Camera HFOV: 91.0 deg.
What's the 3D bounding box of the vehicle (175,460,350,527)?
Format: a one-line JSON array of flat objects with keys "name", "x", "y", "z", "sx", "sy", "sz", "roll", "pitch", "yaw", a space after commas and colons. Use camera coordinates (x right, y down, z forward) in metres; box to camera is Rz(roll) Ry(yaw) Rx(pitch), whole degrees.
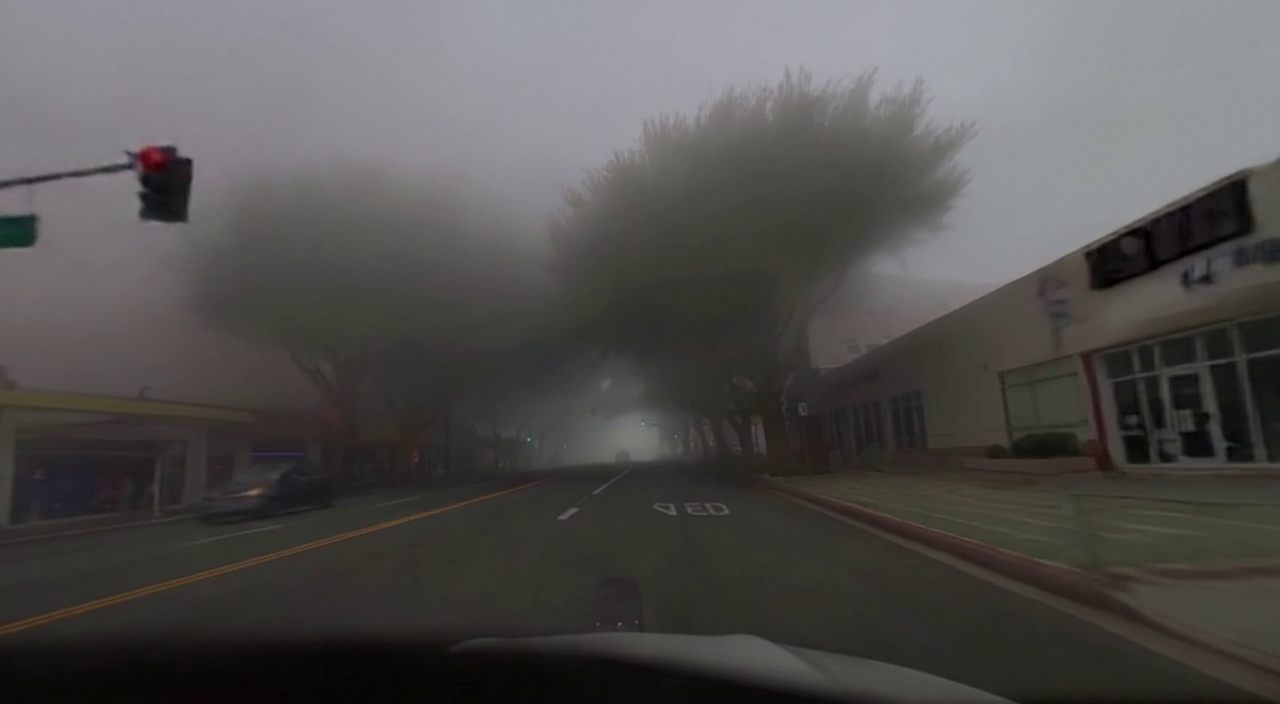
[{"name": "vehicle", "x": -10.255, "y": 3.843, "z": 17.601, "sx": 1.889, "sy": 1.499, "sz": 4.541, "roll": -1, "pitch": -9, "yaw": 3}]
